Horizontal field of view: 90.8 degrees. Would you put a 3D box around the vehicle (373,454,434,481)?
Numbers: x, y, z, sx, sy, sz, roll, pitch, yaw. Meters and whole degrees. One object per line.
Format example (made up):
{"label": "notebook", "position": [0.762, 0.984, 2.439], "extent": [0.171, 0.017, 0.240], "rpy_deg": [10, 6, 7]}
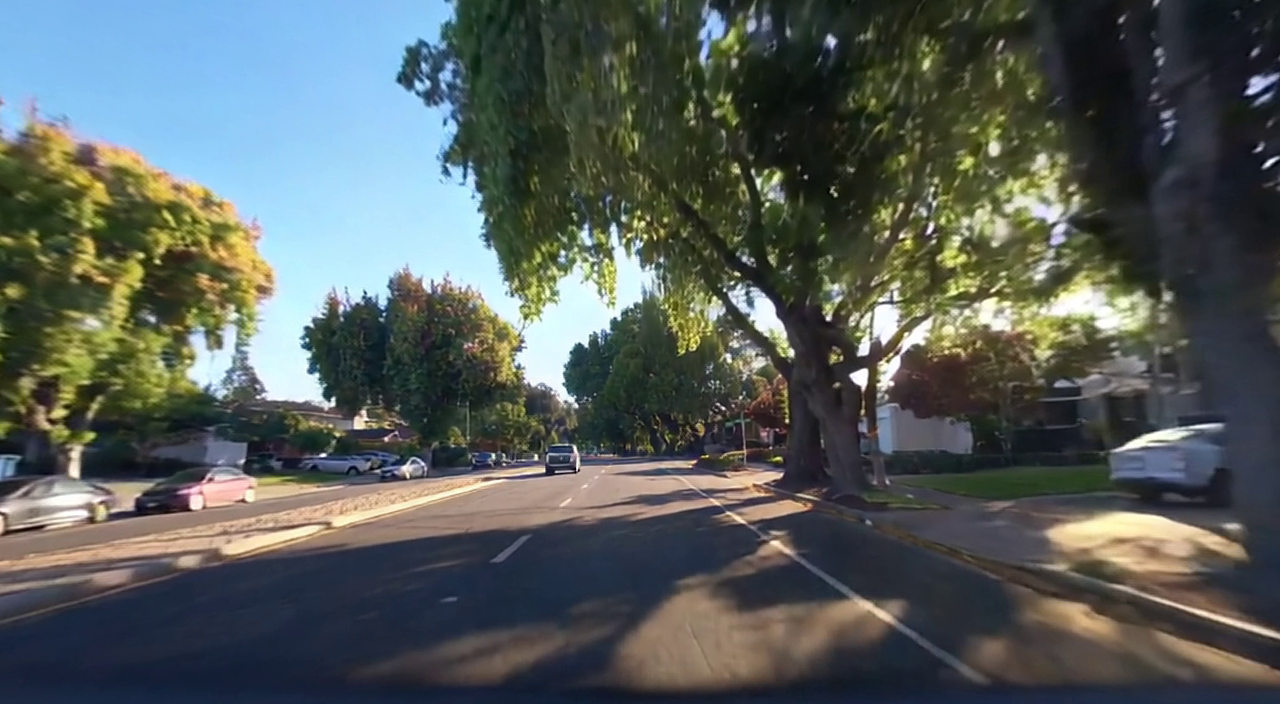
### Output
{"label": "vehicle", "position": [-14.212, 6.946, 38.286], "extent": [1.900, 1.494, 4.730], "rpy_deg": [0, -8, 0]}

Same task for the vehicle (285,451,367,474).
{"label": "vehicle", "position": [-21.573, 7.578, 43.428], "extent": [4.669, 1.464, 1.879], "rpy_deg": [-1, -9, 5]}

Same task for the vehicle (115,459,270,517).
{"label": "vehicle", "position": [-13.944, 4.220, 20.037], "extent": [1.884, 1.509, 4.110], "rpy_deg": [0, -8, 0]}

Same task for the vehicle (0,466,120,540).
{"label": "vehicle", "position": [-14.152, 3.294, 13.759], "extent": [1.856, 1.477, 4.574], "rpy_deg": [-2, -10, -2]}

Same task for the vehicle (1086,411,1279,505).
{"label": "vehicle", "position": [10.594, 1.798, 10.832], "extent": [4.463, 1.440, 1.884], "rpy_deg": [0, -8, -2]}

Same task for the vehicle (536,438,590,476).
{"label": "vehicle", "position": [-3.677, 5.131, 31.037], "extent": [2.135, 1.731, 4.232], "rpy_deg": [0, -9, 0]}
